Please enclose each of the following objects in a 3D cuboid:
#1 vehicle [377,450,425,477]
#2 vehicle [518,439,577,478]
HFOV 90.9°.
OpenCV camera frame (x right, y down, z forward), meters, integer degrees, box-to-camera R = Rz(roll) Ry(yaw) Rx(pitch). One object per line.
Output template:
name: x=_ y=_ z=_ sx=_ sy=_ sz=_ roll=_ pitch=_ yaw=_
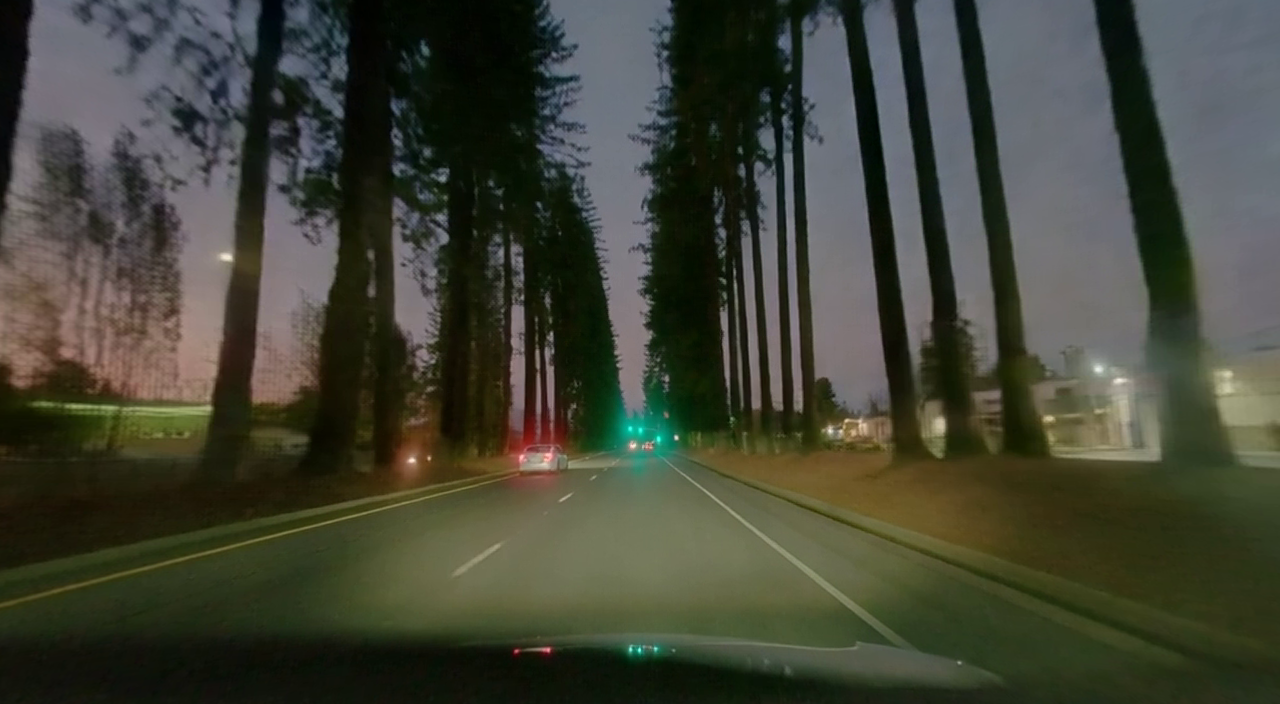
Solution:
vehicle: x=-15.890 y=7.402 z=42.093 sx=1.783 sy=1.610 sz=3.836 roll=0 pitch=-8 yaw=-1
vehicle: x=-4.056 y=4.739 z=28.321 sx=1.914 sy=1.630 sz=4.351 roll=0 pitch=-8 yaw=1
